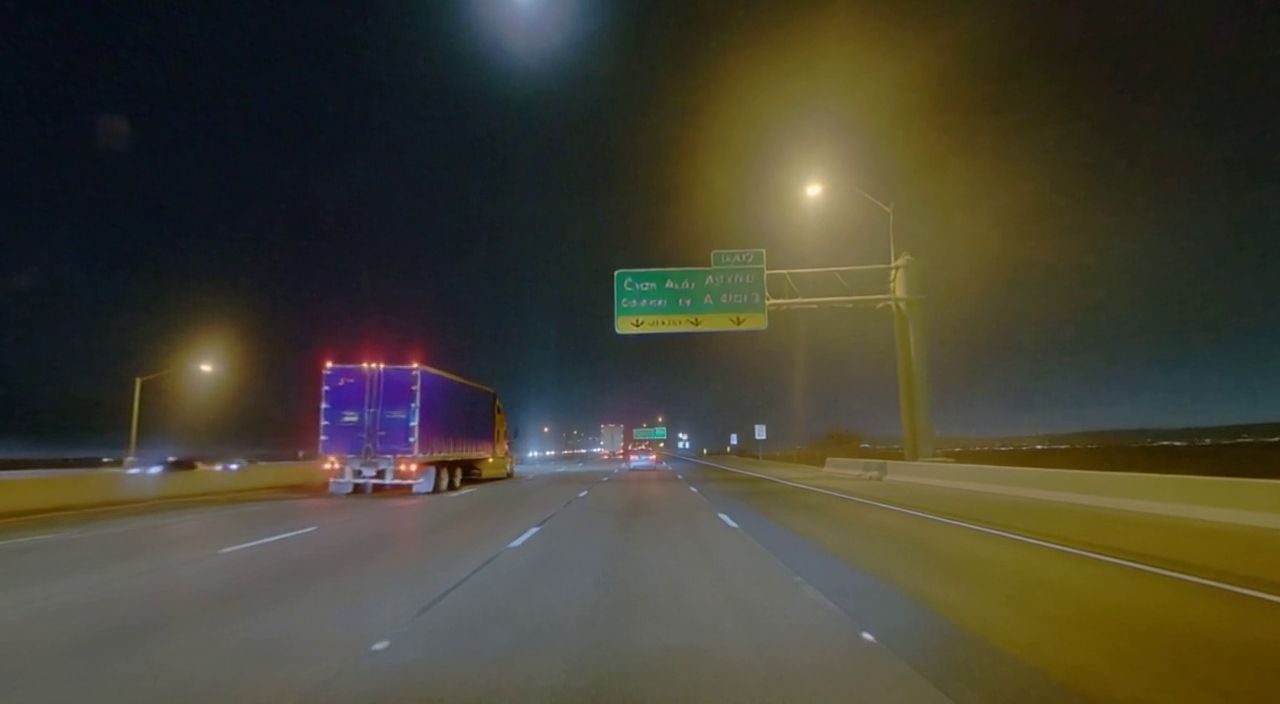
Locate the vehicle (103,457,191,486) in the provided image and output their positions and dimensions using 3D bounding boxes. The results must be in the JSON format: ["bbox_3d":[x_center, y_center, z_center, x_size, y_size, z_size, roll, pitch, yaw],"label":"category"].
[{"bbox_3d":[-31.201,7.557,40.044,1.878,1.613,4.488,-1,-9,2],"label":"vehicle"}]

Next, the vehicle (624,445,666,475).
[{"bbox_3d":[0.224,5.710,33.478,2.066,1.469,4.050,0,-9,-1],"label":"vehicle"}]

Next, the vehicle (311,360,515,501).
[{"bbox_3d":[-7.217,2.942,22.630,3.067,3.804,11.136,0,-9,1],"label":"vehicle"}]
